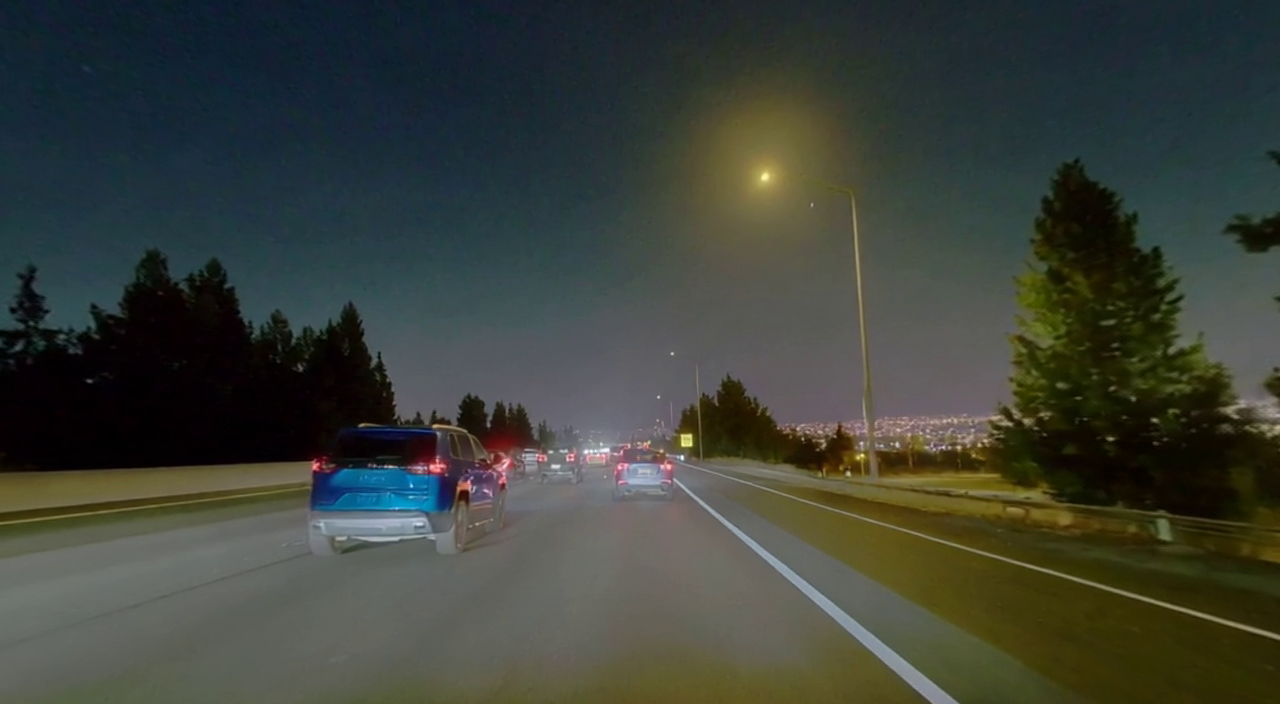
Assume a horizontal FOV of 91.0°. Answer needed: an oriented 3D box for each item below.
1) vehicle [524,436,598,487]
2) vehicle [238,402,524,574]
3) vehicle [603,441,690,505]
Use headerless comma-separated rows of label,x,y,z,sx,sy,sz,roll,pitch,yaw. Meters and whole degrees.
vehicle,-2.942,4.228,24.602,2.125,1.771,4.721,0,-9,2
vehicle,-3.132,1.755,8.796,2.123,1.798,4.108,0,-9,2
vehicle,0.135,3.193,16.997,2.068,1.488,4.045,0,-9,-1
